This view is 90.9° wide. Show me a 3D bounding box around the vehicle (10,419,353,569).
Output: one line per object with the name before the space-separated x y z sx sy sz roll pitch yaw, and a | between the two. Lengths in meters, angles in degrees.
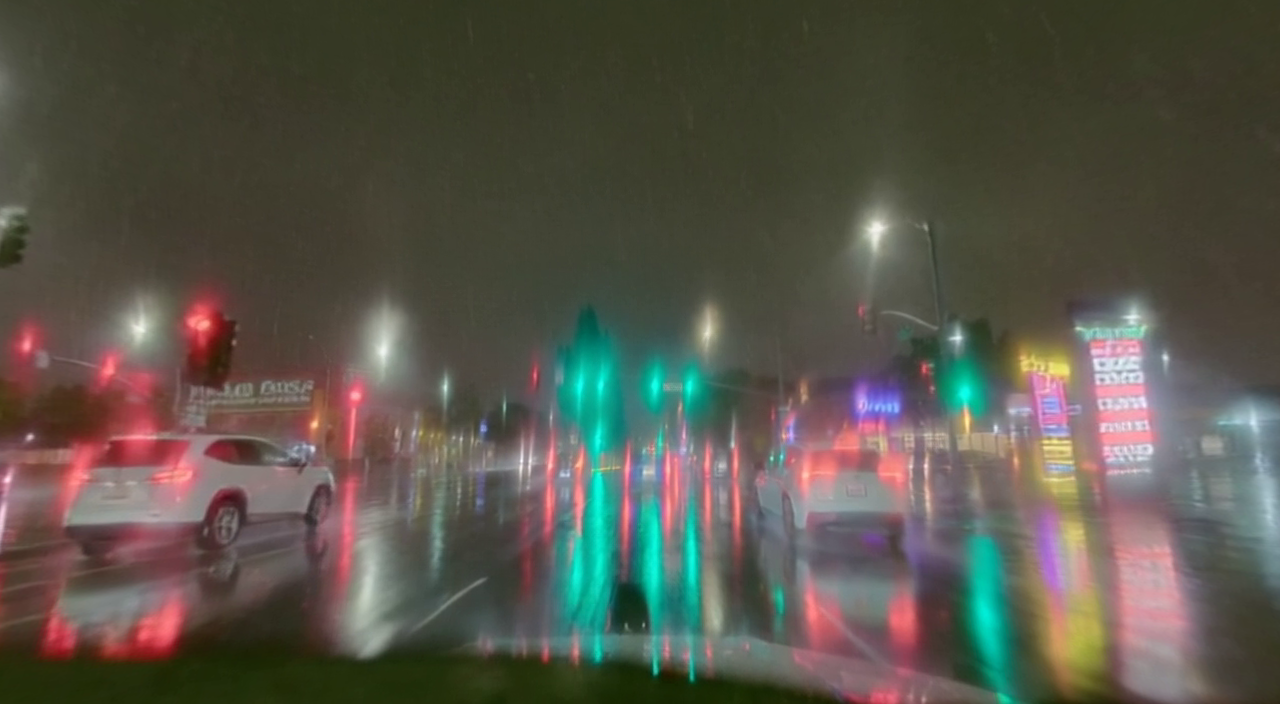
vehicle | -6.624 2.055 9.959 2.058 1.804 4.391 0 -8 0

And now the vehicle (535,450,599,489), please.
vehicle | -3.063 5.021 27.264 2.040 1.471 4.211 -1 -8 3

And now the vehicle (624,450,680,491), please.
vehicle | 0.457 4.711 25.467 2.070 1.460 4.118 0 -8 1

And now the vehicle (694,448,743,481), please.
vehicle | 3.898 5.656 31.999 1.931 1.552 4.125 0 -8 0

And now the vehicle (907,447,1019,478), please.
vehicle | 15.799 5.375 30.931 4.481 1.427 1.830 0 -8 -2

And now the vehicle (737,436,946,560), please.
vehicle | 2.837 2.132 9.978 1.946 1.513 4.133 0 -8 0
